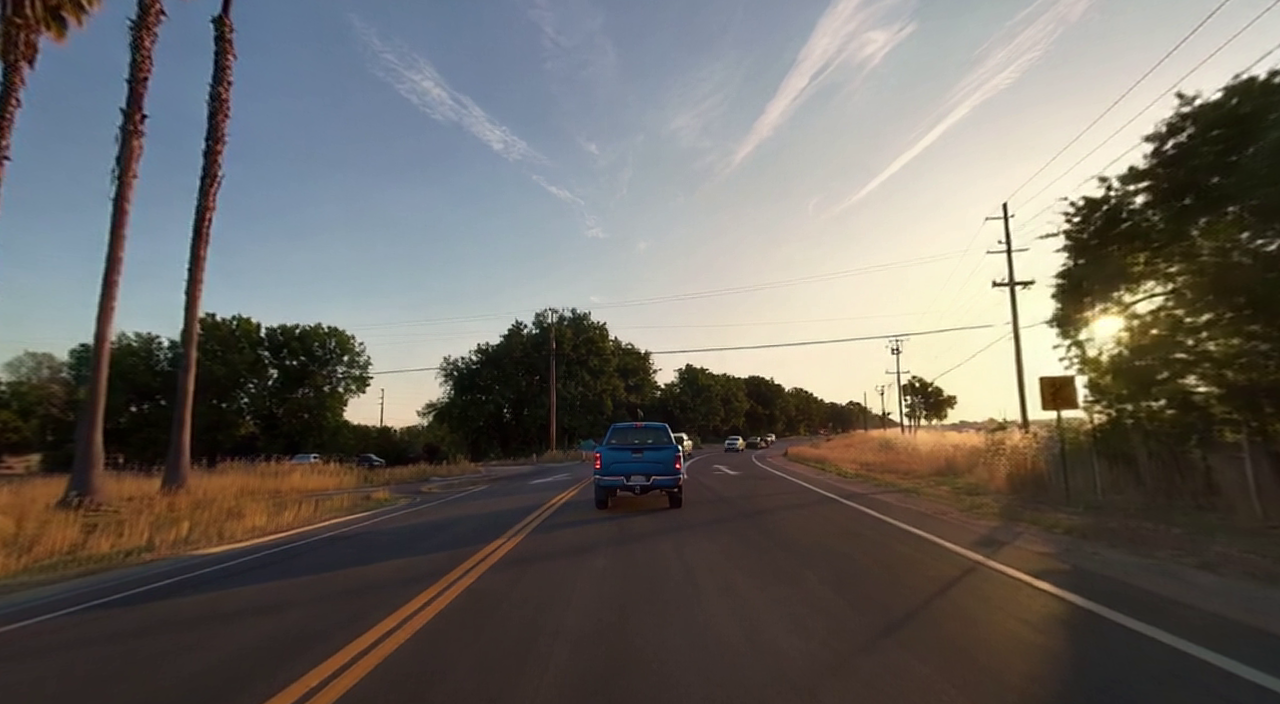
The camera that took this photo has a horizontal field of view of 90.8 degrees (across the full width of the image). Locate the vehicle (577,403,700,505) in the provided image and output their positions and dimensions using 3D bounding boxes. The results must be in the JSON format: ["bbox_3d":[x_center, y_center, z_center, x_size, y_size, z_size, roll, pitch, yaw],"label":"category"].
[{"bbox_3d":[-0.046,2.675,16.888,2.693,2.223,5.885,0,-8,0],"label":"vehicle"}]
